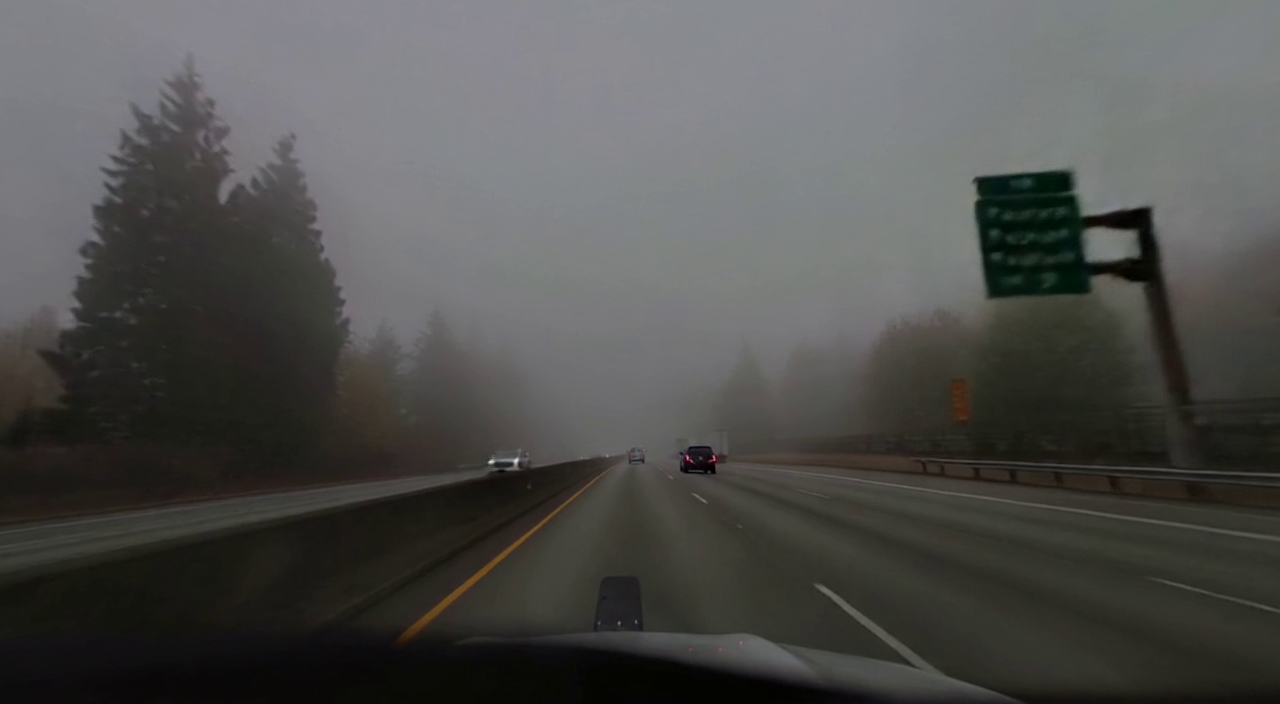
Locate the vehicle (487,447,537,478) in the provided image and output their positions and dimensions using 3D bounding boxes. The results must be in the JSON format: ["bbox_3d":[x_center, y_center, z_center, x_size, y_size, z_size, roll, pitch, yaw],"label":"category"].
[{"bbox_3d":[-7.621,6.591,37.784,2.078,1.677,4.402,0,-9,0],"label":"vehicle"}]

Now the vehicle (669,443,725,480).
[{"bbox_3d":[2.668,5.284,30.624,2.123,1.620,4.959,0,-9,-1],"label":"vehicle"}]
